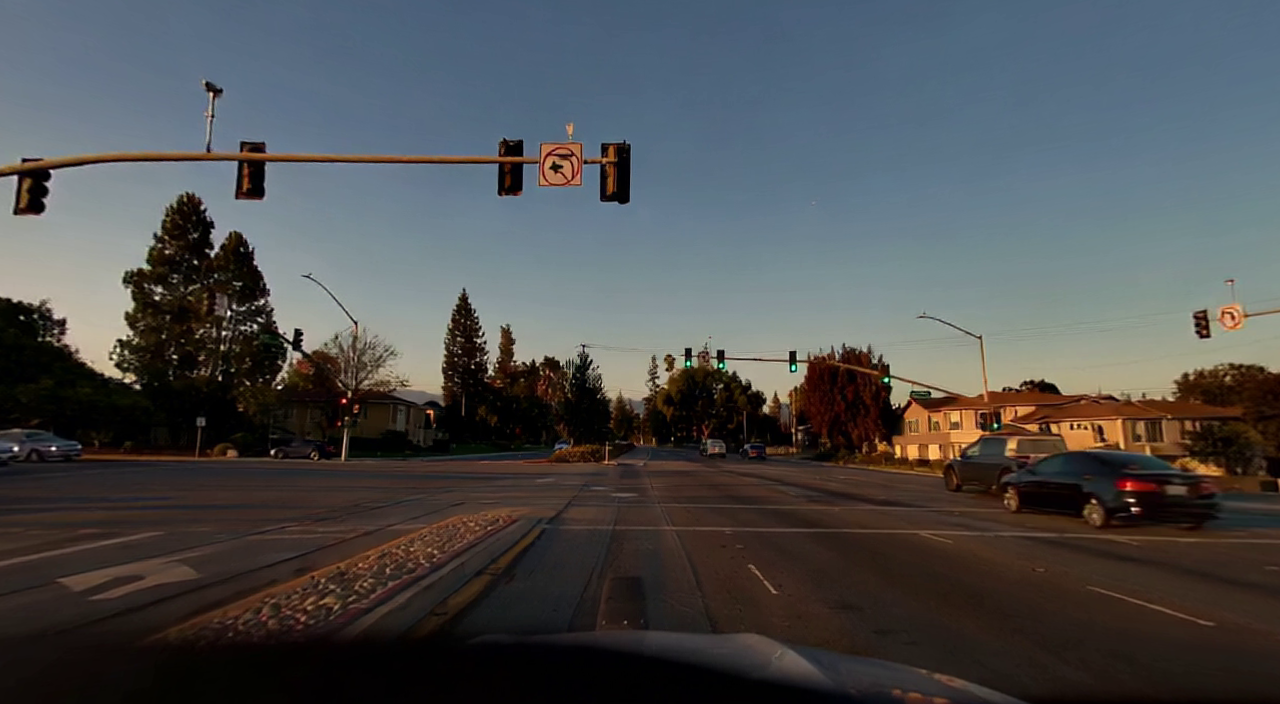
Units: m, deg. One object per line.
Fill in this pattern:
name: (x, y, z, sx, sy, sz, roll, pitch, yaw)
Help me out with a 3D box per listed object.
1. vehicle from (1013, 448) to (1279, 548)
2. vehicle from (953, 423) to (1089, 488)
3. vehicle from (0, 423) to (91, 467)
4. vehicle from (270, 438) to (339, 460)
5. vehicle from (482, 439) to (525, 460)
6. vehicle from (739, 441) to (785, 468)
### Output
vehicle: (9.559, 2.606, 12.067, 1.947, 1.481, 4.745, 0, -8, 1)
vehicle: (16.810, 4.722, 28.357, 2.289, 2.575, 6.010, 0, -11, 1)
vehicle: (-27.020, 3.983, 26.987, 4.911, 1.801, 2.129, 0, -8, 0)
vehicle: (-24.815, 7.171, 46.785, 1.917, 1.543, 4.027, -5, -10, 29)
vehicle: (-10.072, 7.218, 46.723, 2.039, 1.519, 4.356, -1, -8, 2)
vehicle: (7.344, 6.211, 38.350, 1.962, 1.568, 4.430, 0, -8, 1)
